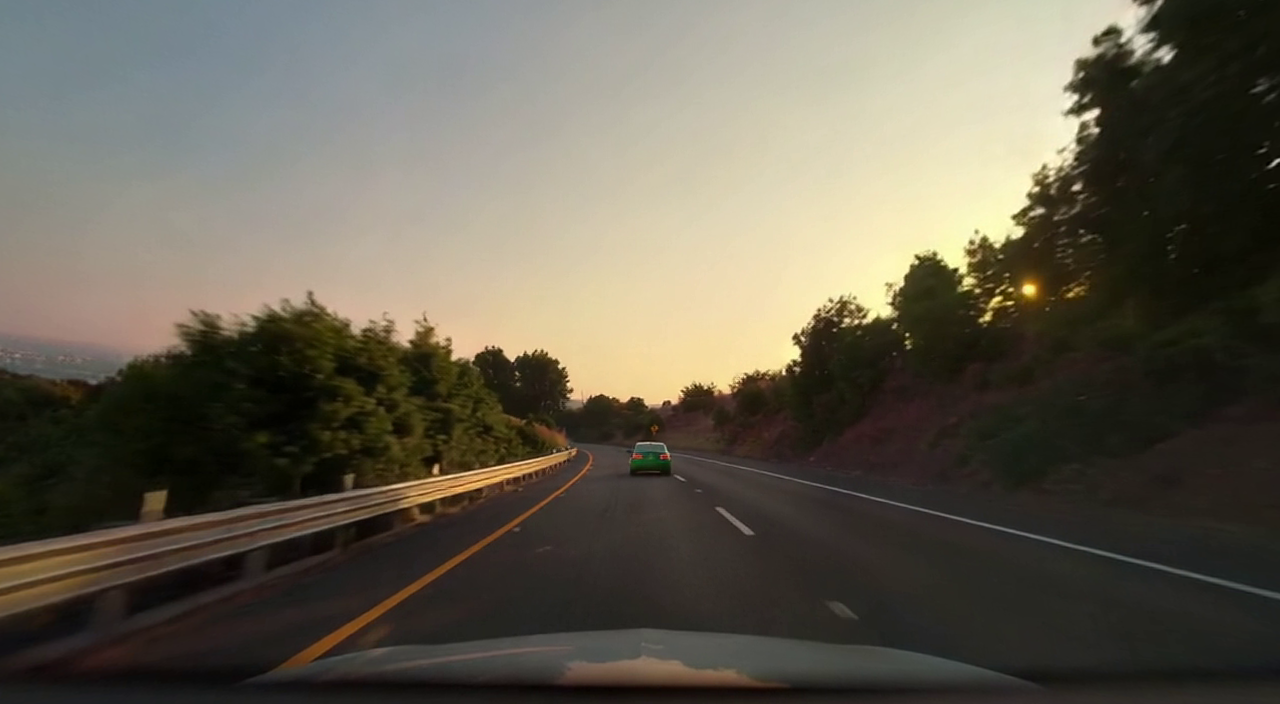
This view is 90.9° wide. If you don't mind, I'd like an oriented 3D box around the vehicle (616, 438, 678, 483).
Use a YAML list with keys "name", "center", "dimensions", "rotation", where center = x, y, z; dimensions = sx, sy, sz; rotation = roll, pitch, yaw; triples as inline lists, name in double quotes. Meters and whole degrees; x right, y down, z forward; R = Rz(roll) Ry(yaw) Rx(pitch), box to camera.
- name: "vehicle"
  center: [0.142, 3.860, 22.763]
  dimensions: [2.029, 1.474, 4.183]
  rotation: [0, -8, -2]
